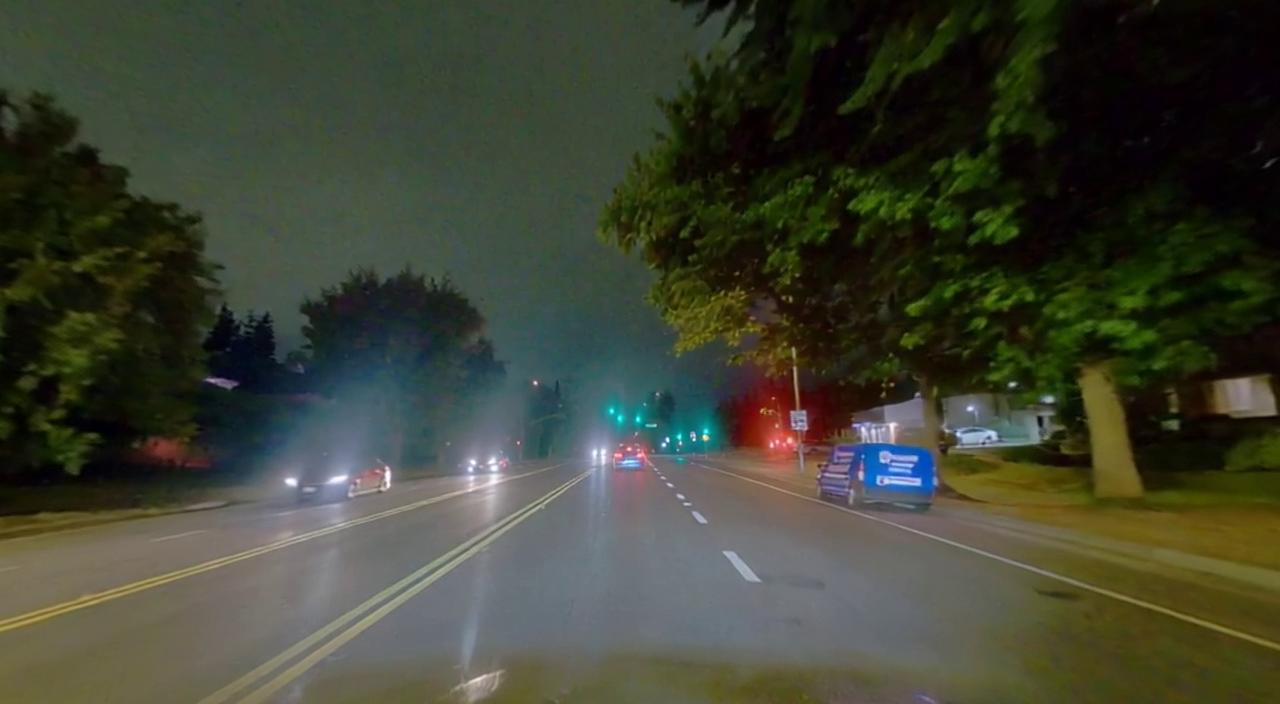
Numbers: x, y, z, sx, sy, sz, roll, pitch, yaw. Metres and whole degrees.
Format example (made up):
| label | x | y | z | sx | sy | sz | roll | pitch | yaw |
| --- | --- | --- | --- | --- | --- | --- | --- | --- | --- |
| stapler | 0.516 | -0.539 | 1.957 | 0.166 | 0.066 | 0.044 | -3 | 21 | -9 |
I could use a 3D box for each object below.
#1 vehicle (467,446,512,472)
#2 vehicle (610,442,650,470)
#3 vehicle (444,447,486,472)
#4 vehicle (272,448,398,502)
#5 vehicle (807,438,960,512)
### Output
| label | x | y | z | sx | sy | sz | roll | pitch | yaw |
| --- | --- | --- | --- | --- | --- | --- | --- | --- | --- |
| vehicle | -10.043 | 7.134 | 42.433 | 1.945 | 1.629 | 4.197 | 0 | -9 | 0 |
| vehicle | -0.559 | 5.776 | 35.234 | 2.104 | 1.462 | 3.991 | 0 | -9 | -1 |
| vehicle | -13.448 | 8.246 | 48.686 | 1.957 | 1.754 | 4.393 | 0 | -9 | 0 |
| vehicle | -9.825 | 3.968 | 20.810 | 1.992 | 1.547 | 4.292 | 0 | -9 | 0 |
| vehicle | 5.732 | 2.935 | 15.531 | 1.926 | 1.555 | 4.106 | 0 | -9 | -3 |
